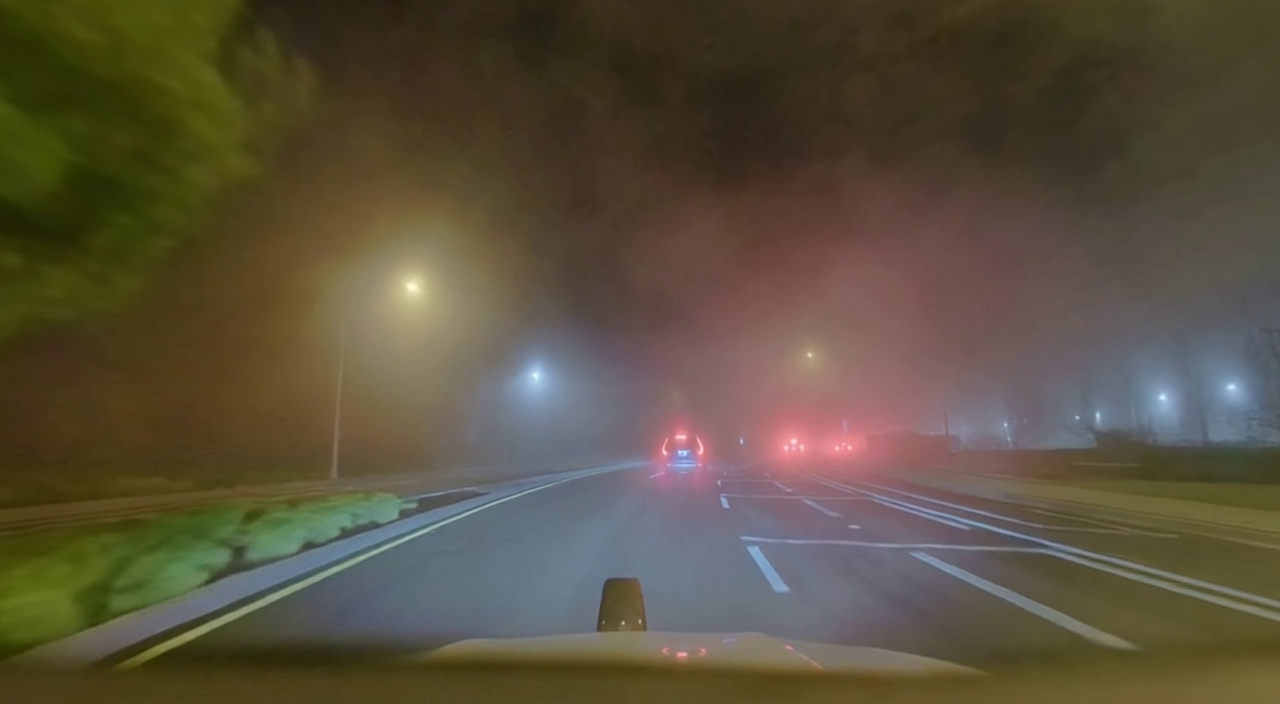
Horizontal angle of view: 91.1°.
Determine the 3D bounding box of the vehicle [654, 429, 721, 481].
[{"bbox_3d":[2.138,4.291,26.409,2.371,1.926,5.615,-2,-9,9],"label":"vehicle"}]
